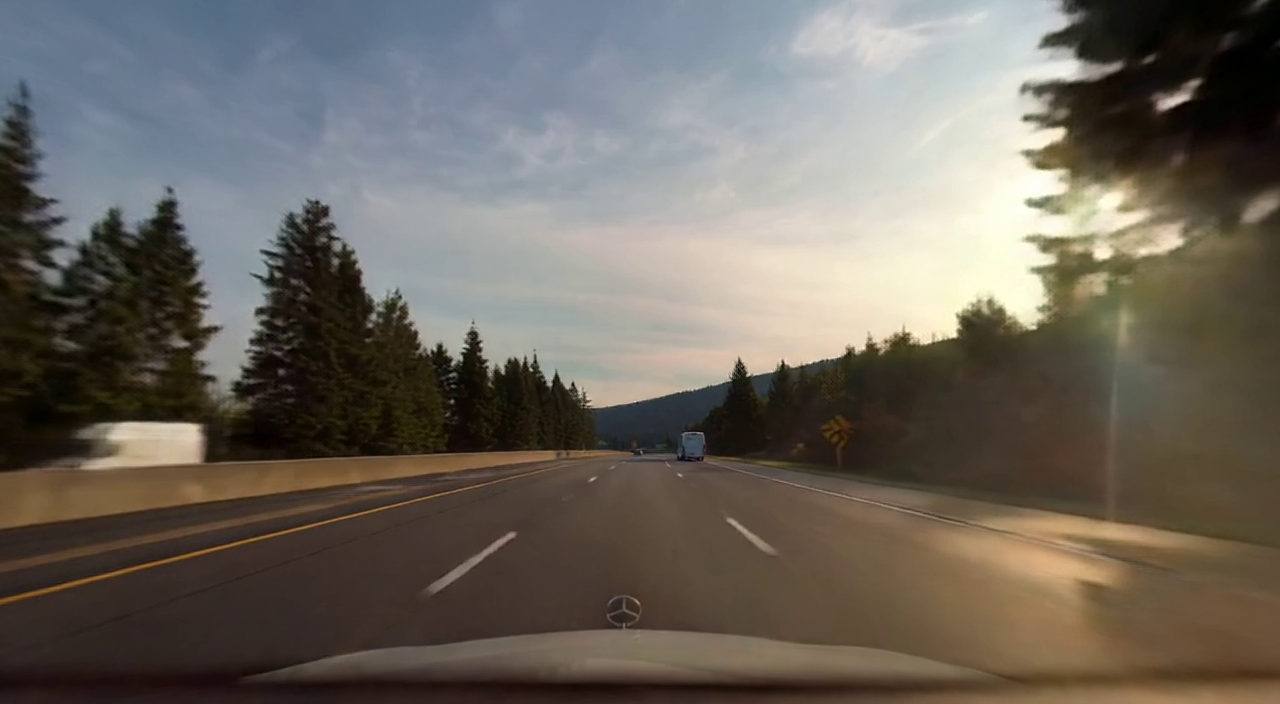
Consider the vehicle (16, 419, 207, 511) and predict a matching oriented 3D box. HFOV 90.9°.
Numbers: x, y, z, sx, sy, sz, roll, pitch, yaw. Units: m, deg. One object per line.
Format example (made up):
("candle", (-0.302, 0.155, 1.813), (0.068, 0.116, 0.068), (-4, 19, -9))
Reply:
("vehicle", (-20.029, 4.288, 24.394), (2.412, 3.107, 5.502), (0, -9, 1))
